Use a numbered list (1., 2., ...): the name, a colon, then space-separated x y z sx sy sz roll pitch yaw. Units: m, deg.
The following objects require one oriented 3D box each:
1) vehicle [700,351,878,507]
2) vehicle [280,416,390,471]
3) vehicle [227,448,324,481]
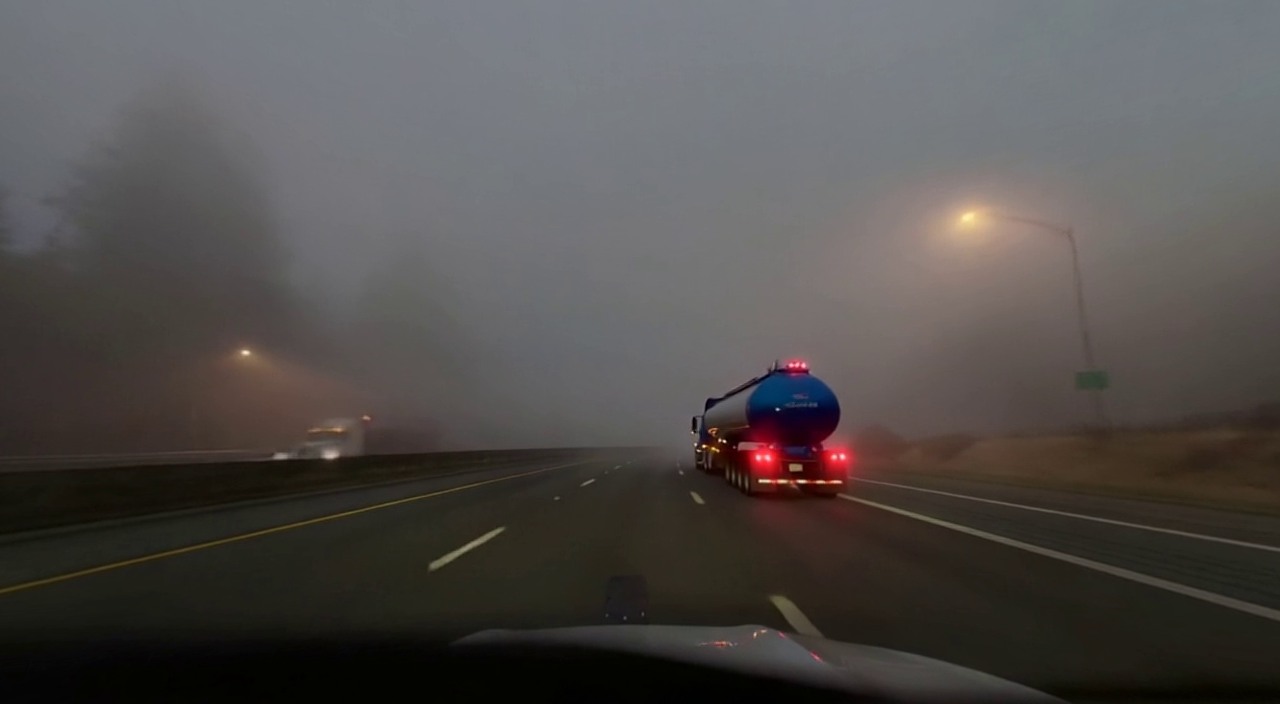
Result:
1. vehicle: 4.133 2.834 21.864 2.880 3.624 14.397 0 -8 1
2. vehicle: -23.476 7.194 49.501 2.850 3.875 10.156 -1 -8 4
3. vehicle: -20.240 6.236 35.315 2.036 1.631 5.277 -1 -8 3
